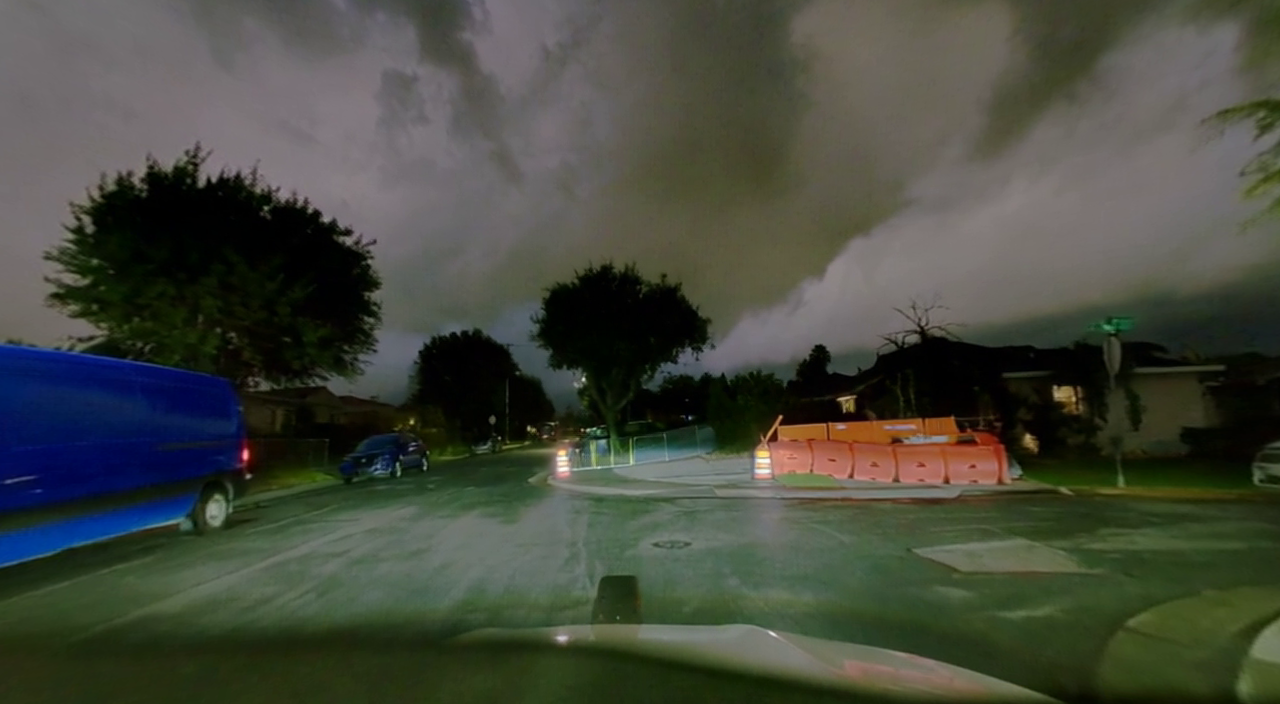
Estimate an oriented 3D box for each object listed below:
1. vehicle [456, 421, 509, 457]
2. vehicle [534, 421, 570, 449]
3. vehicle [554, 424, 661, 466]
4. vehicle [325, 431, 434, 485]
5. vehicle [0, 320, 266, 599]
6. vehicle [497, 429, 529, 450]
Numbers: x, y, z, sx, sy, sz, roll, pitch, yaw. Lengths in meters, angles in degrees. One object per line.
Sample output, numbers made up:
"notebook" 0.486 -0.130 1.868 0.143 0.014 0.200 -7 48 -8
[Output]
"vehicle" -9.125 5.084 36.920 2.042 1.937 4.960 0 -7 -3
"vehicle" -6.578 6.263 47.724 2.219 1.984 4.712 0 -7 -3
"vehicle" -1.148 3.537 24.236 1.827 1.436 4.070 -6 -10 39
"vehicle" -8.037 3.263 19.879 1.899 1.524 4.082 0 -7 -4
"vehicle" -7.025 1.128 6.836 2.284 2.500 7.006 -2 -6 -5
"vehicle" -9.577 6.634 47.657 1.765 1.493 4.130 0 -7 -4
